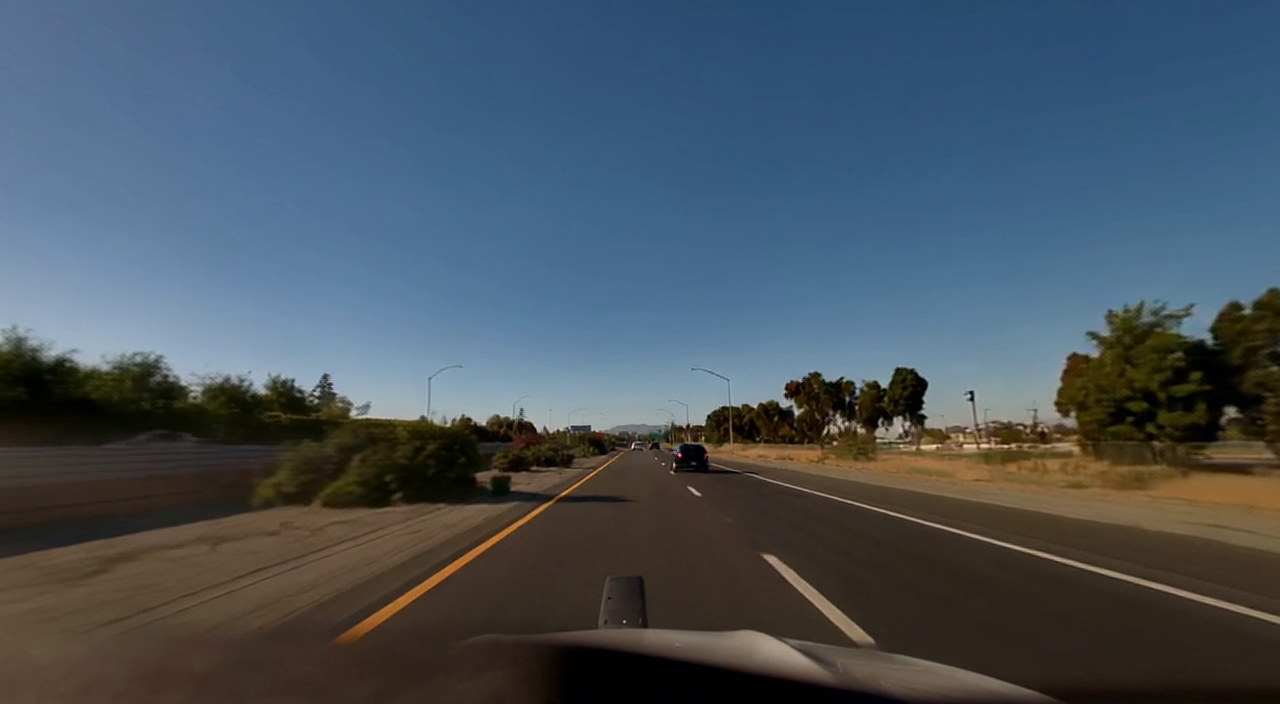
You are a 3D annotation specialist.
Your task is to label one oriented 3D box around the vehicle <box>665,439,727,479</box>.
[{"bbox_3d":[2.199,4.357,25.949,1.991,1.475,4.302,0,-8,-2],"label":"vehicle"}]
